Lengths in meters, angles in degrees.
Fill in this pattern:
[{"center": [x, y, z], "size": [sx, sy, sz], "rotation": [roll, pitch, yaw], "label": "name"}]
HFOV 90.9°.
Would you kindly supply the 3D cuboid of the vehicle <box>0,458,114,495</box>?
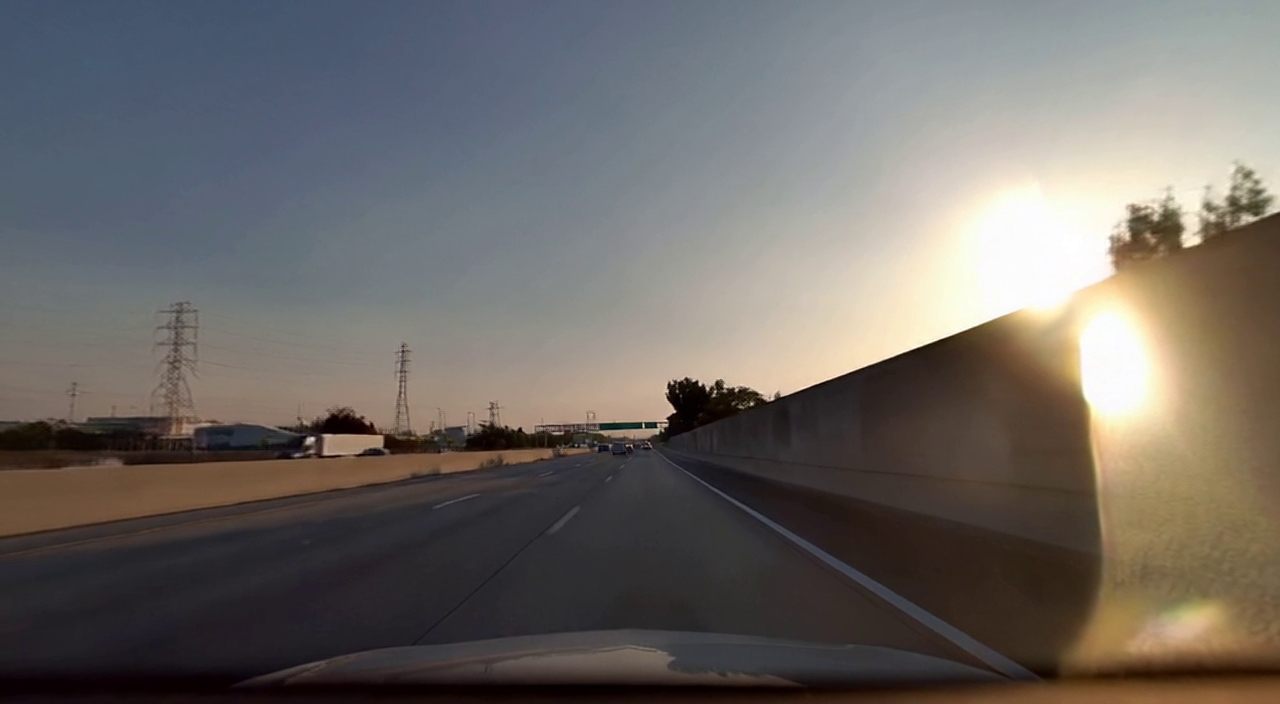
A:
[{"center": [-27.632, 5.756, 29.507], "size": [1.852, 1.485, 4.758], "rotation": [0, -8, 1], "label": "vehicle"}]
